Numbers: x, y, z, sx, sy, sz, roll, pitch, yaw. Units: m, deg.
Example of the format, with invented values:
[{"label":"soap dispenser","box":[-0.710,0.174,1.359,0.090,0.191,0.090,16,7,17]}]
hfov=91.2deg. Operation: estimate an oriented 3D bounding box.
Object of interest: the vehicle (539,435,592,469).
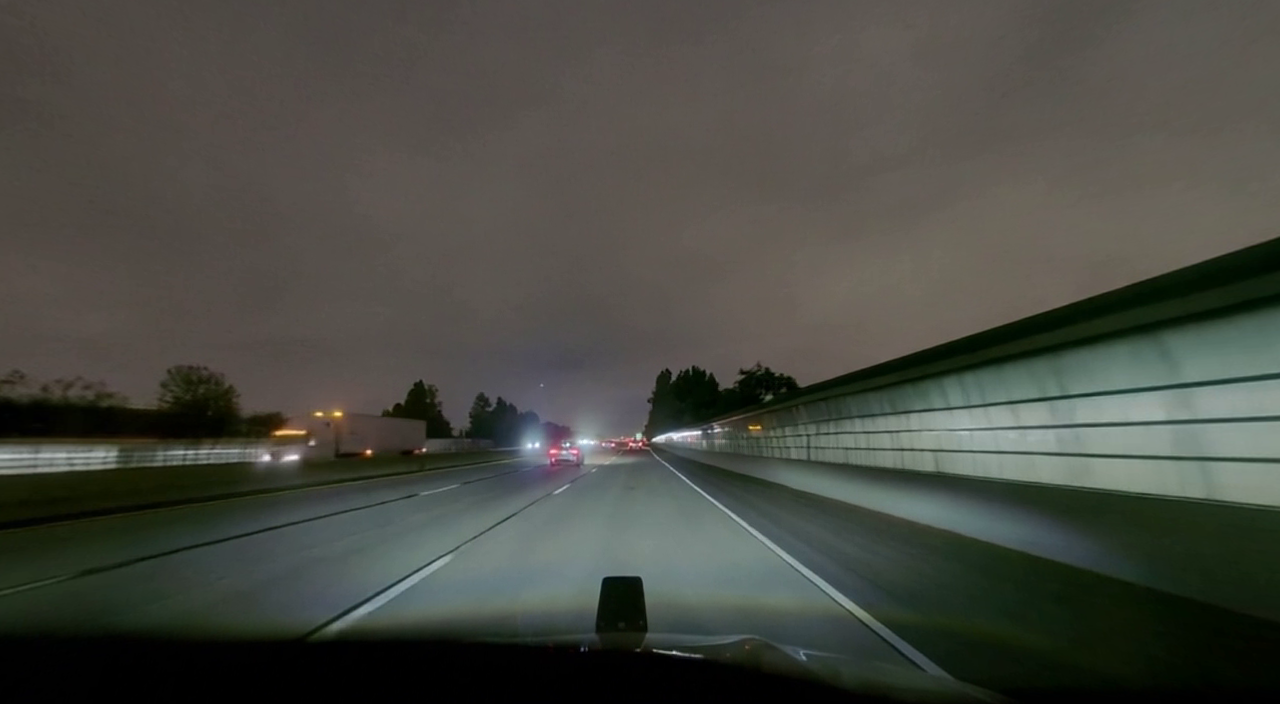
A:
[{"label":"vehicle","box":[-3.546,4.884,30.726,2.059,1.541,4.296,0,-8,0]}]
